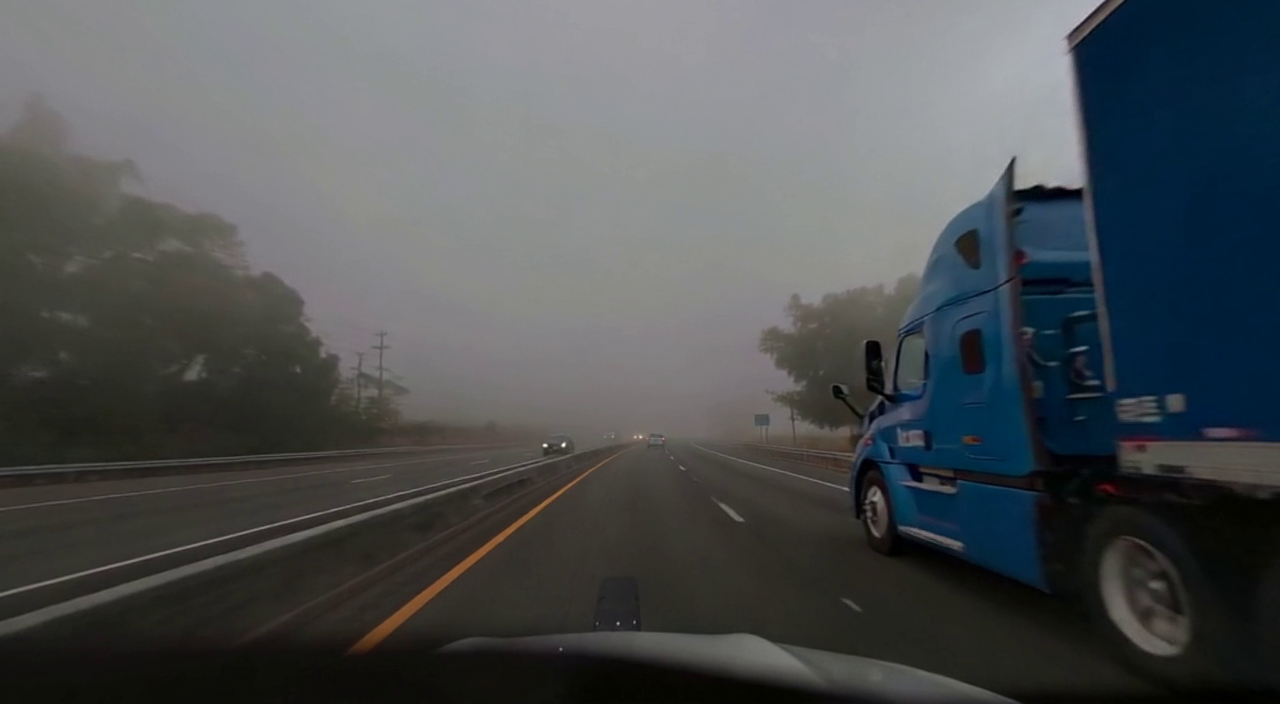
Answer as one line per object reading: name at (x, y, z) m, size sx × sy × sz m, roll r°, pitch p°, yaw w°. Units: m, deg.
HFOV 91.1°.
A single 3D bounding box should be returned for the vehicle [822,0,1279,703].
vehicle at (4.040, 0.116, 5.390) m, size 2.979 × 4.151 × 6.405 m, roll 0°, pitch -8°, yaw 0°
